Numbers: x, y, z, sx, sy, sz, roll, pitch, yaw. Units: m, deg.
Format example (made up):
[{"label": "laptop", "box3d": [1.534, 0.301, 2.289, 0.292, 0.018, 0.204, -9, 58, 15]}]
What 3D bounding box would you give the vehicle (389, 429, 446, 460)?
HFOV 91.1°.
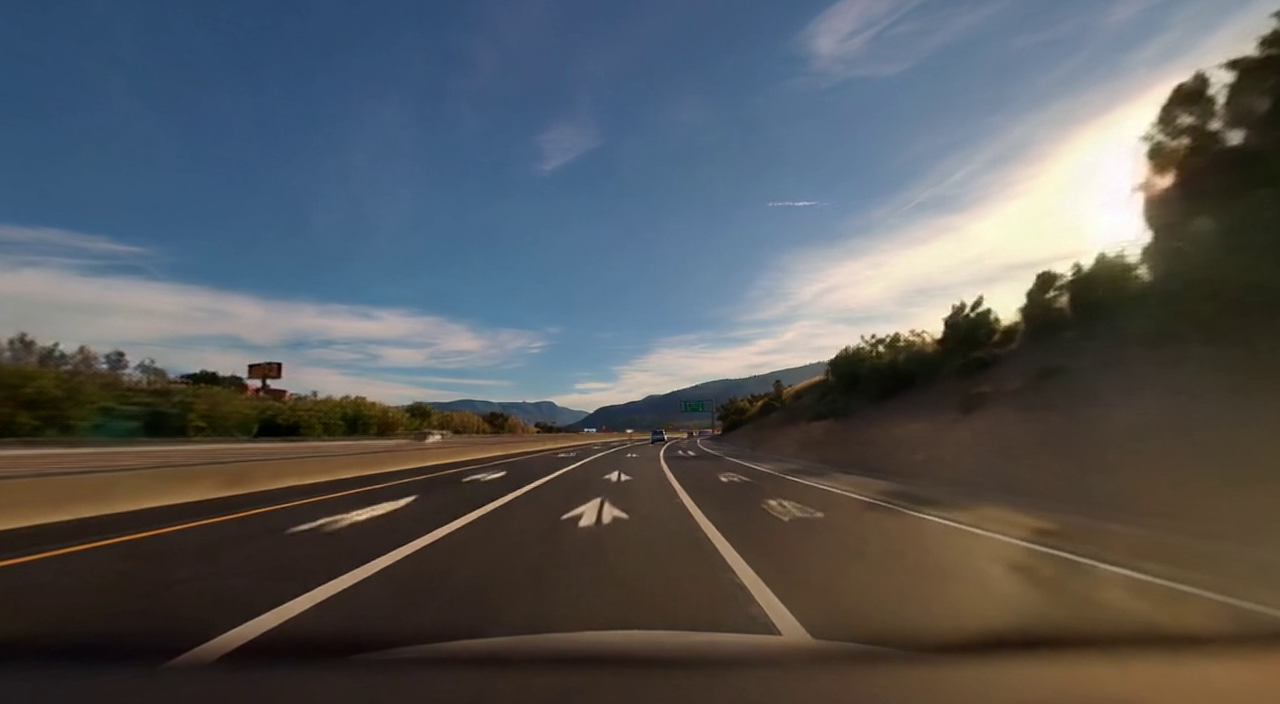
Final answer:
[{"label": "vehicle", "box3d": [-15.146, 6.315, 43.180, 2.211, 1.967, 4.734, 0, -8, -1]}]
